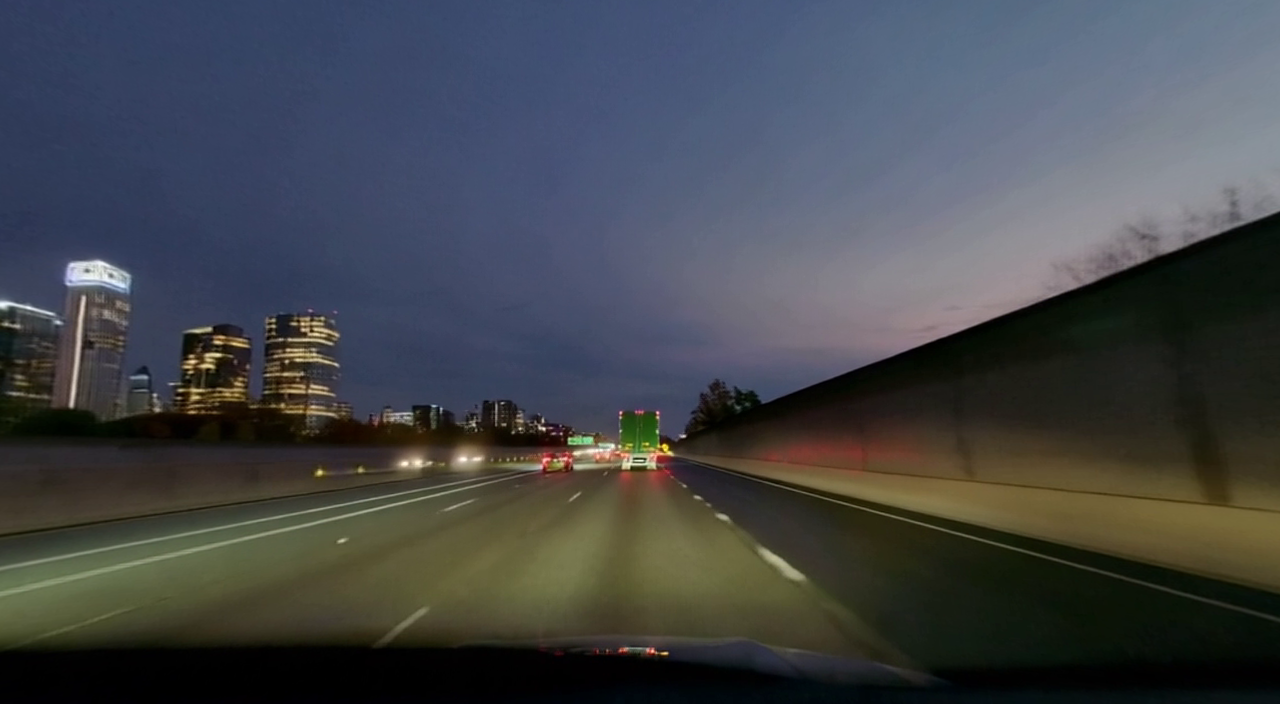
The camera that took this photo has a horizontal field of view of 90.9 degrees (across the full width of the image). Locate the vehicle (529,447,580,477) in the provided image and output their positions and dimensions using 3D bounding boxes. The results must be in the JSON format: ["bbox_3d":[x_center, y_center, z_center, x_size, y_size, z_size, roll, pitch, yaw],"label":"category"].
[{"bbox_3d":[-4.410,5.754,33.272,1.977,1.478,4.702,0,-9,1],"label":"vehicle"}]

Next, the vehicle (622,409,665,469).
[{"bbox_3d":[0.291,6.748,48.353,2.980,4.051,10.359,0,-9,1],"label":"vehicle"}]
